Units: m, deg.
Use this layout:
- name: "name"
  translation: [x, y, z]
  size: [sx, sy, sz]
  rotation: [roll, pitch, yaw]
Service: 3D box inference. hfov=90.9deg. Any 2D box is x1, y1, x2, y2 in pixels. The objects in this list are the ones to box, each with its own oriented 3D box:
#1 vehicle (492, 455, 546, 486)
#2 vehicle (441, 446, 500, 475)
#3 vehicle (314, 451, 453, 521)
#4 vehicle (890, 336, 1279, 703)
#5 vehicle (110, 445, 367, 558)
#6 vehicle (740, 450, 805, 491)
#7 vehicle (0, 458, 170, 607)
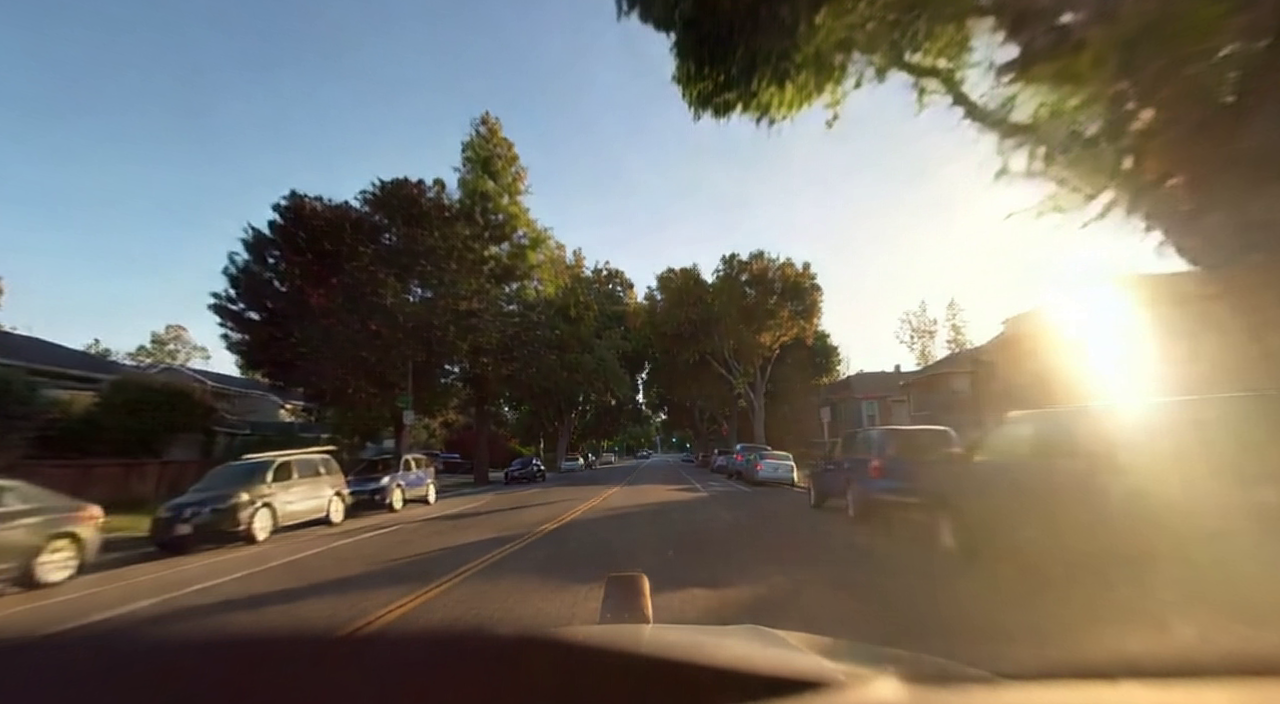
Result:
- name: "vehicle"
  translation: [-6.524, 6.407, 34.443]
  size: [1.903, 1.463, 4.526]
  rotation: [-1, -8, 2]
- name: "vehicle"
  translation: [-12.303, 7.857, 45.794]
  size: [3.513, 1.829, 1.976]
  rotation: [-1, -7, 12]
- name: "vehicle"
  translation: [-7.204, 3.761, 18.325]
  size: [1.996, 1.628, 4.603]
  rotation: [-1, -8, 2]
- name: "vehicle"
  translation: [4.416, 1.178, 4.962]
  size: [2.434, 1.948, 6.400]
  rotation: [0, -8, 2]
- name: "vehicle"
  translation: [-7.426, 2.739, 12.407]
  size: [1.973, 1.755, 4.528]
  rotation: [-1, -8, 1]
- name: "vehicle"
  translation: [5.177, 4.656, 25.142]
  size: [1.704, 1.445, 4.492]
  rotation: [0, -8, 1]
- name: "vehicle"
  translation: [-7.591, 1.907, 6.509]
  size: [1.948, 1.477, 4.518]
  rotation: [-2, -9, 1]
